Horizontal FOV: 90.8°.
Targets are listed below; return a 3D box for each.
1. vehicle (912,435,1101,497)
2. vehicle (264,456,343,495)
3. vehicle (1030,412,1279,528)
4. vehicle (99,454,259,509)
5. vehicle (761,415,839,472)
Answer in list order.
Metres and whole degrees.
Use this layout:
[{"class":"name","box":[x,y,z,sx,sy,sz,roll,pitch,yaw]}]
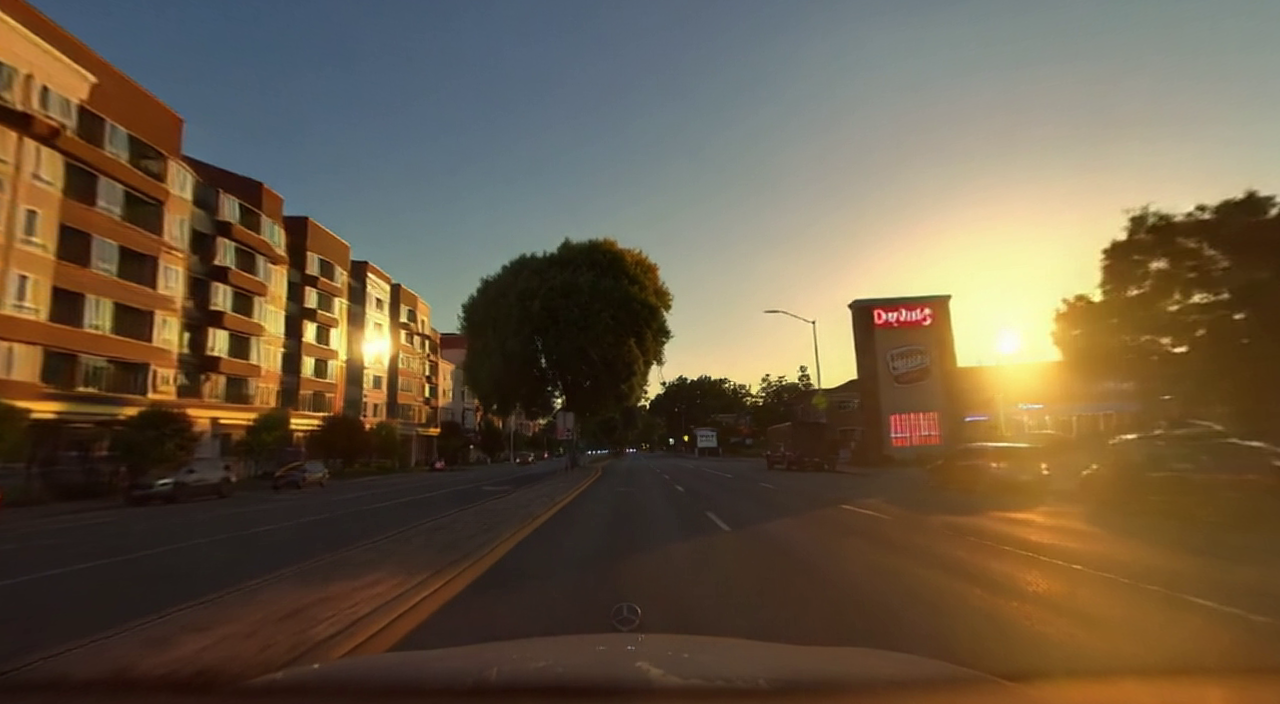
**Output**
[{"class":"vehicle","box":[10.128,3.209,18.098,2.170,1.492,5.038,1,-9,-3]},{"class":"vehicle","box":[-19.310,7.051,36.477,2.042,1.773,4.914,-4,-8,-2]},{"class":"vehicle","box":[10.125,2.121,11.908,2.183,1.698,5.010,0,-9,-2]},{"class":"vehicle","box":[-19.113,5.343,26.693,2.247,1.820,5.907,-3,-8,2]},{"class":"vehicle","box":[9.832,5.742,39.652,2.917,3.205,6.985,0,-8,-1]}]
